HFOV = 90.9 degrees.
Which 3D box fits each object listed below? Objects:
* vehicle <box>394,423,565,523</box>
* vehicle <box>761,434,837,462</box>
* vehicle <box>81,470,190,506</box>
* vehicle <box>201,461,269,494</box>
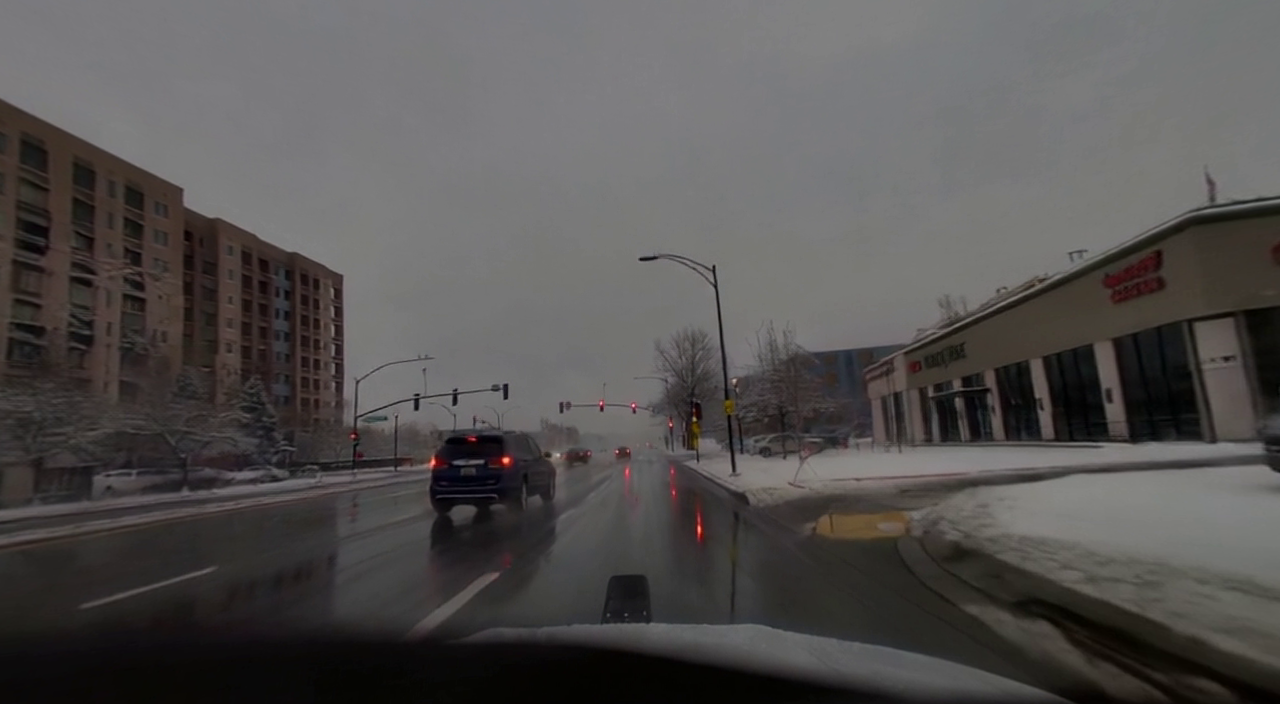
[{"bbox_3d":[-3.150,2.537,13.723,2.277,1.743,4.893,-1,-9,2],"label":"vehicle"},{"bbox_3d":[10.189,6.210,40.581,4.361,1.550,2.087,1,-13,2],"label":"vehicle"},{"bbox_3d":[-27.621,7.420,34.675,4.398,1.737,1.950,8,-10,-36],"label":"vehicle"},{"bbox_3d":[-28.300,8.765,44.055,3.755,1.646,1.961,-2,-10,-37],"label":"vehicle"}]
